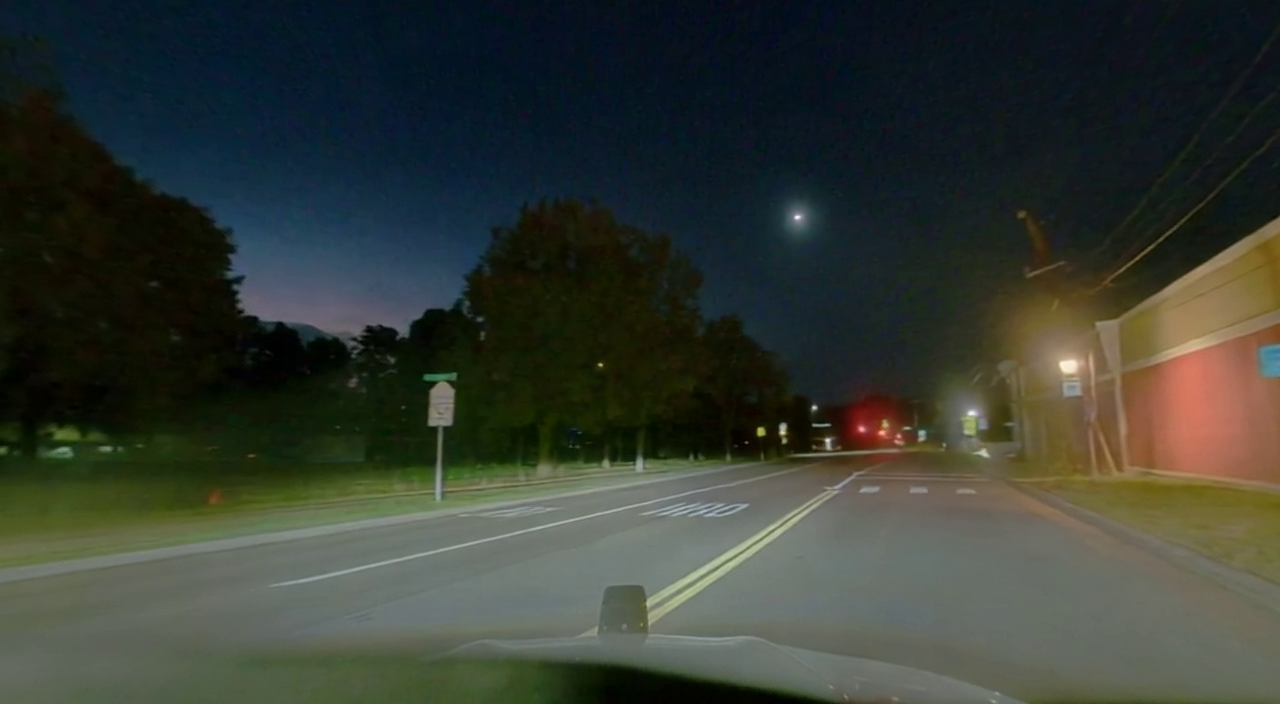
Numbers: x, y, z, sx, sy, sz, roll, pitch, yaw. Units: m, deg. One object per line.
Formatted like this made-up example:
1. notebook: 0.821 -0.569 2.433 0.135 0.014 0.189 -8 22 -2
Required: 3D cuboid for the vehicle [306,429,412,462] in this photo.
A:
1. vehicle: -15.278 5.092 34.282 5.035 1.666 2.449 -4 -9 25
